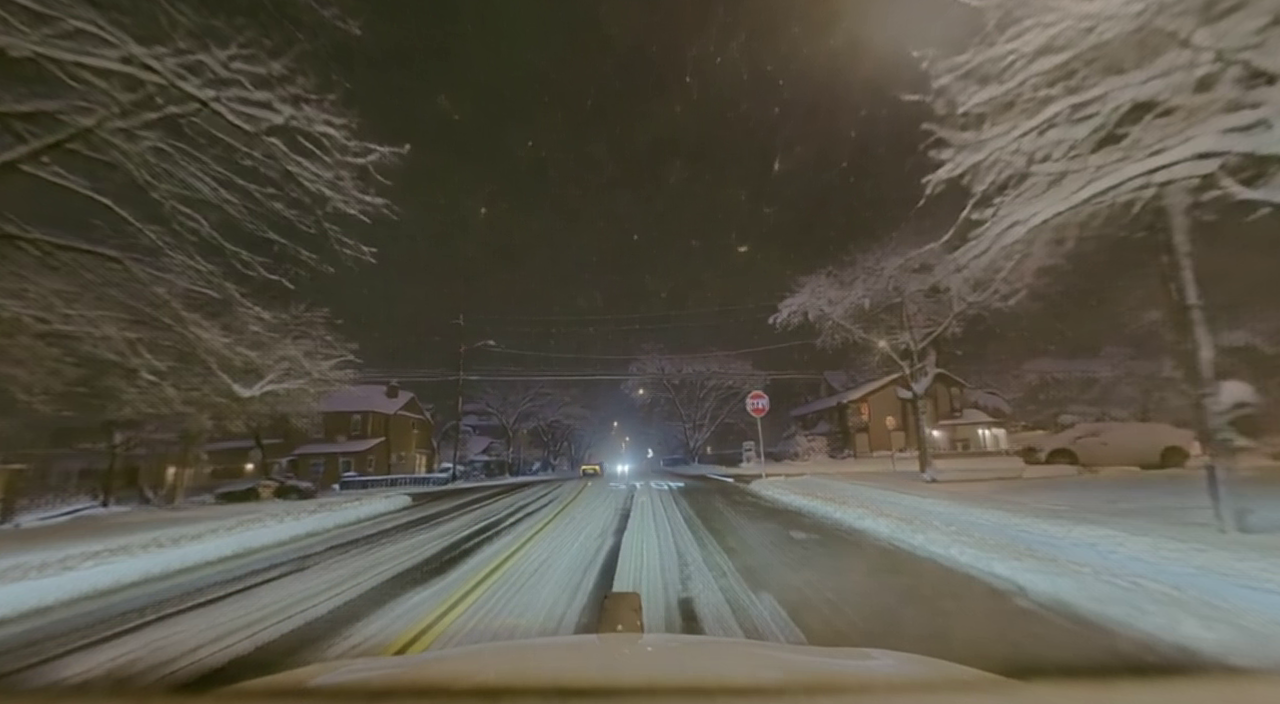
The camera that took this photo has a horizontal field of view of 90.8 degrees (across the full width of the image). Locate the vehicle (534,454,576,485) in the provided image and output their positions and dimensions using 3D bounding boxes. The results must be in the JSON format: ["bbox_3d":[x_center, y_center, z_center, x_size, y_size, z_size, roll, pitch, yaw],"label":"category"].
[{"bbox_3d":[-6.021,8.424,45.459,2.149,1.823,4.613,-6,-9,1],"label":"vehicle"}]

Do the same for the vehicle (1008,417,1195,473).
[{"bbox_3d":[16.758,3.442,23.247,4.982,1.874,2.133,-3,-9,12],"label":"vehicle"}]

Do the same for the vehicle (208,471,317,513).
[{"bbox_3d":[-18.516,6.875,31.078,4.274,1.626,2.093,-6,-9,11],"label":"vehicle"}]
